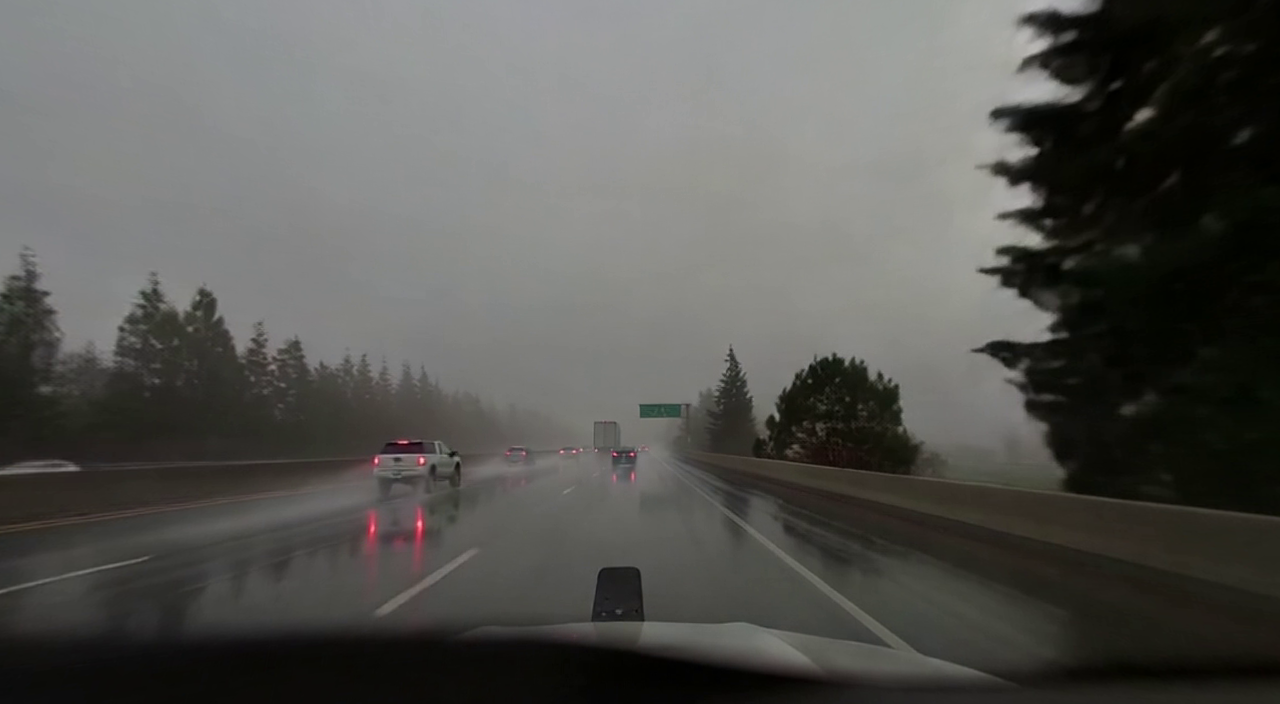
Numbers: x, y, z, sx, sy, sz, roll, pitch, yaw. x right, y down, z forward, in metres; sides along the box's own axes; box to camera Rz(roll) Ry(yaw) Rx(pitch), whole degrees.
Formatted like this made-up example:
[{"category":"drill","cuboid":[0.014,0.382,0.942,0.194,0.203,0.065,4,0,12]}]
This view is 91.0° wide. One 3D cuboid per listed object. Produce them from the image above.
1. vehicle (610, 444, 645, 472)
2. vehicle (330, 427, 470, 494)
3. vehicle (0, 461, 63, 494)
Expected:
[{"category":"vehicle","cuboid":[-0.693,6.265,37.518,1.931,1.528,4.126,0,-9,1]},{"category":"vehicle","cuboid":[-7.330,3.385,20.043,2.115,1.778,5.572,0,-9,1]},{"category":"vehicle","cuboid":[-32.551,6.420,32.212,1.807,1.510,4.467,0,-9,0]}]
